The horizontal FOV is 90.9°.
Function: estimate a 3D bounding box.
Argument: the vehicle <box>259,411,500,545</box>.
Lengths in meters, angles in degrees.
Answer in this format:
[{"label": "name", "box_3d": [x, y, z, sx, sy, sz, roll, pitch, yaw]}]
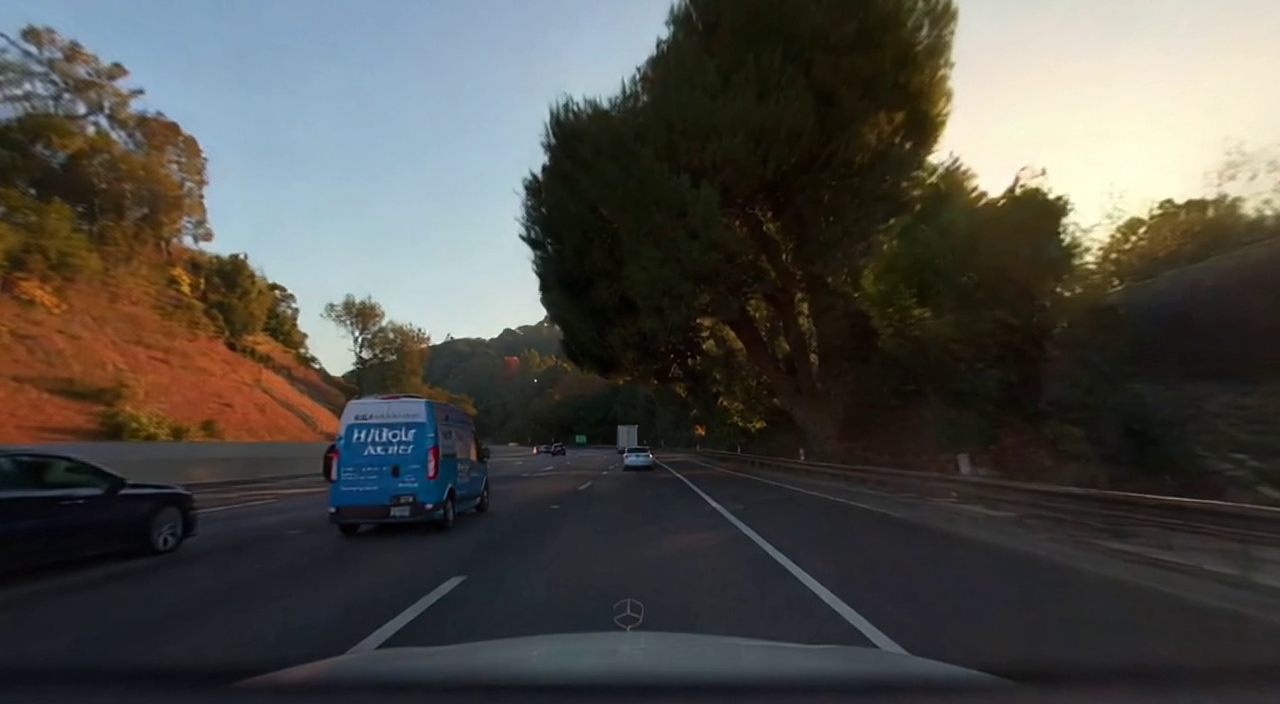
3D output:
[{"label": "vehicle", "box_3d": [-4.214, 2.143, 11.405, 2.174, 1.862, 5.012, 0, -9, 0]}]

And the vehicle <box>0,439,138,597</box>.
[{"label": "vehicle", "box_3d": [-7.077, 1.406, 4.965, 2.253, 1.454, 4.828, 0, -9, 1]}]

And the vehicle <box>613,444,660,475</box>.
[{"label": "vehicle", "box_3d": [-0.163, 5.401, 31.899, 2.238, 1.479, 3.672, 0, -9, 1]}]
